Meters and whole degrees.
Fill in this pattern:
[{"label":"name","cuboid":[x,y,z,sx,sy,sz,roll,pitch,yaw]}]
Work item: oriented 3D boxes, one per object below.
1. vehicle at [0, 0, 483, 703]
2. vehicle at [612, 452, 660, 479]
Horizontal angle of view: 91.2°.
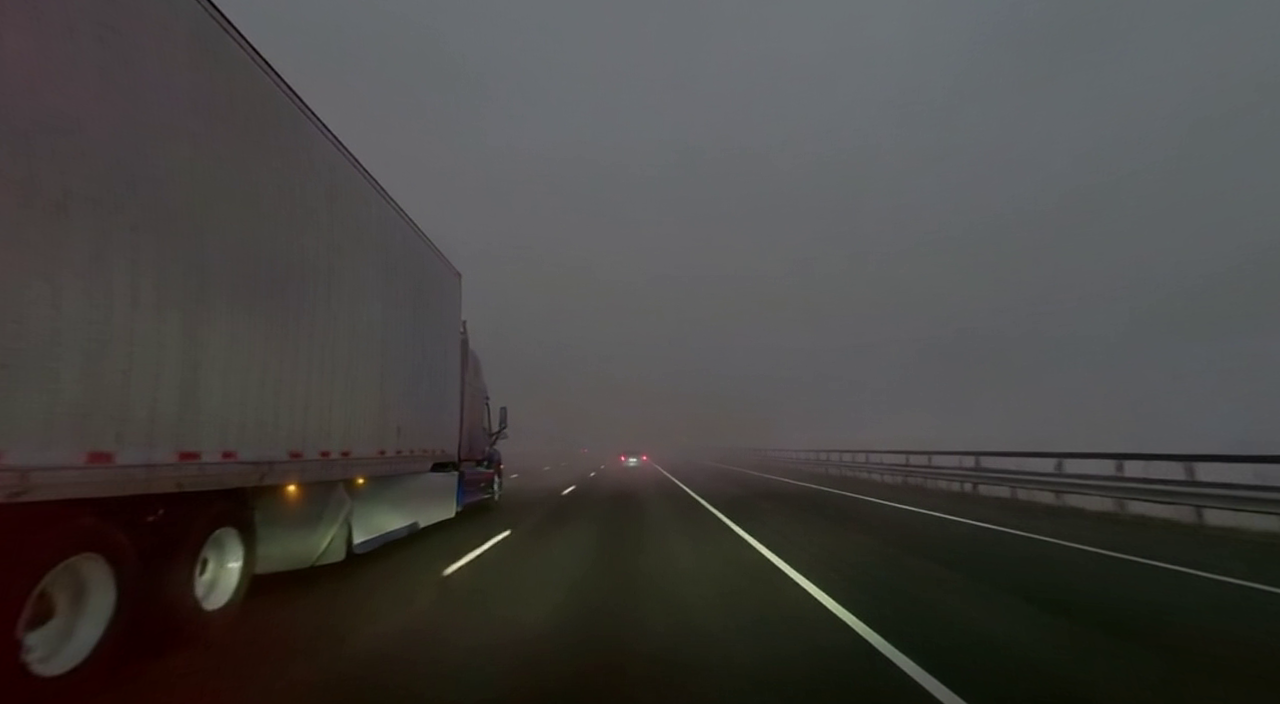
[{"label":"vehicle","cuboid":[-3.994,-0.136,2.909,2.914,4.039,14.493,0,-9,0]},{"label":"vehicle","cuboid":[-0.248,6.198,34.551,2.398,1.336,5.698,0,-9,-1]}]
